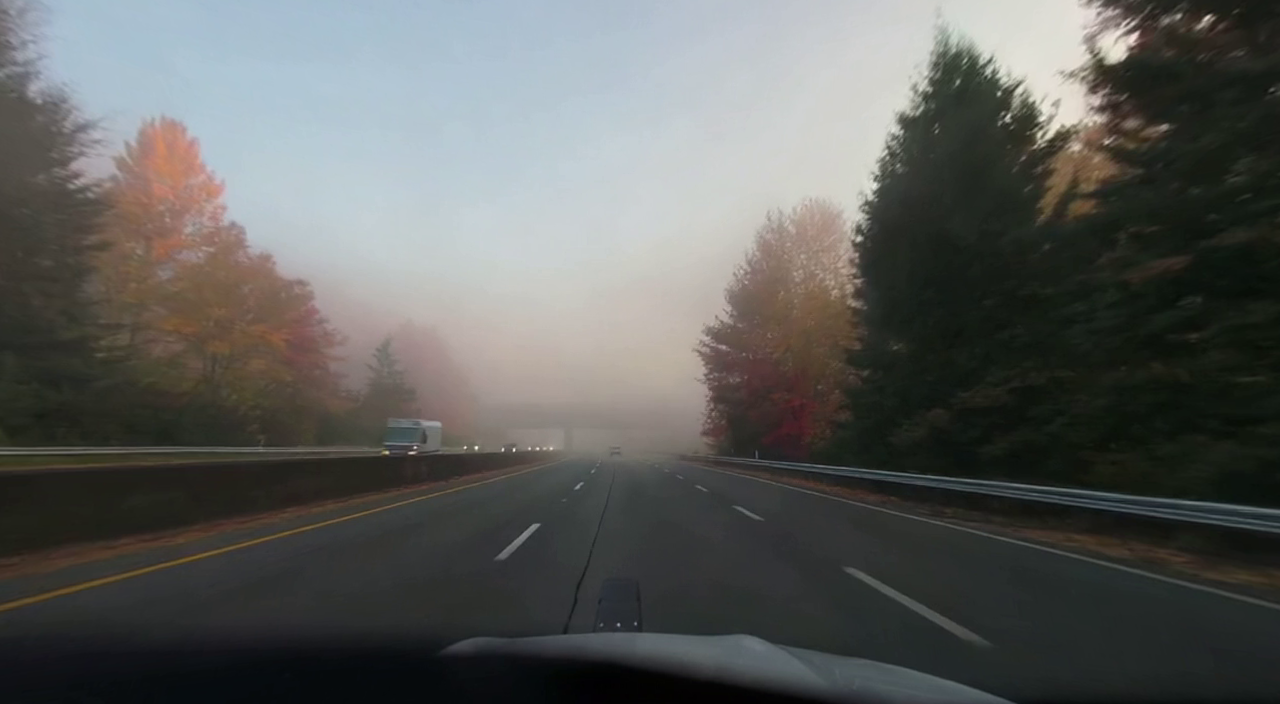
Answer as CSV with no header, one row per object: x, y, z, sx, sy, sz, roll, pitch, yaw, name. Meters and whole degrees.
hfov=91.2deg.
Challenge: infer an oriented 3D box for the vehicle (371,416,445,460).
-13.560,5.153,37.100,2.240,2.358,5.859,0,-9,-1,vehicle
